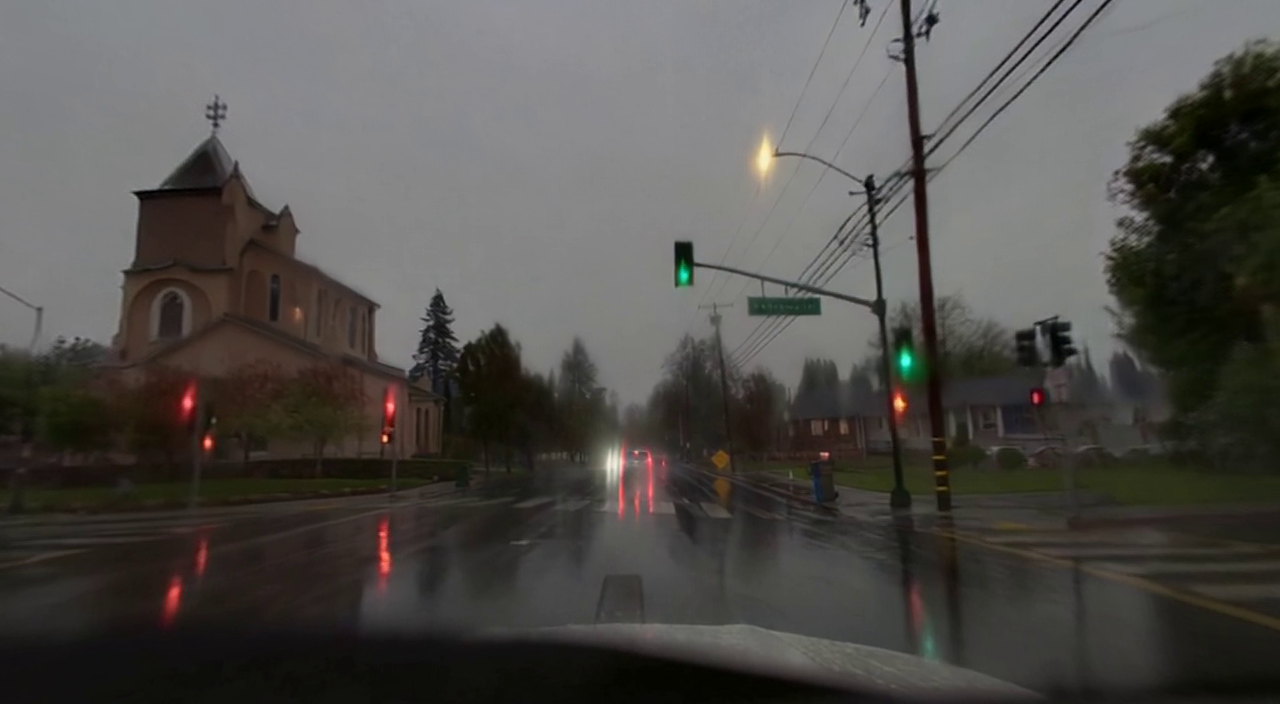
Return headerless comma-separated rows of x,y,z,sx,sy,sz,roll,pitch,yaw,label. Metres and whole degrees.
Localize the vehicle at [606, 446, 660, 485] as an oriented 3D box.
-0.308,4.763,26.692,2.093,1.497,4.010,0,-9,-1,vehicle
